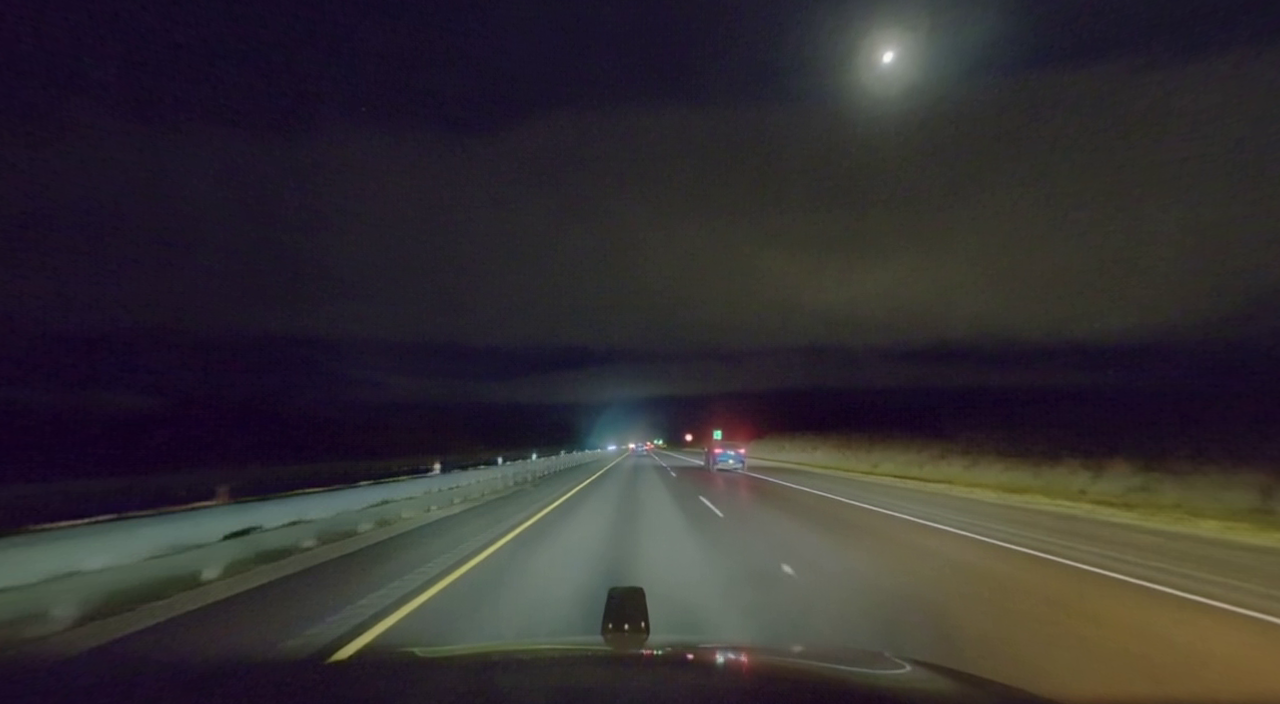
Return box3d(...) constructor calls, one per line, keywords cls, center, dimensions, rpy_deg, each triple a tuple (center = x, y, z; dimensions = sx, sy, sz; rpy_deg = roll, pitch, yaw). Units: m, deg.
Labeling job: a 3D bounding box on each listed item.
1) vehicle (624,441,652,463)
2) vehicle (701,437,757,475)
box3d(cls="vehicle", center=(-0.141, 7.477, 47.003), dimensions=(2.009, 1.554, 4.013), rpy_deg=(0, -8, 1))
box3d(cls="vehicle", center=(4.047, 4.782, 29.226), dimensions=(2.037, 1.609, 4.036), rpy_deg=(0, -8, 0))
